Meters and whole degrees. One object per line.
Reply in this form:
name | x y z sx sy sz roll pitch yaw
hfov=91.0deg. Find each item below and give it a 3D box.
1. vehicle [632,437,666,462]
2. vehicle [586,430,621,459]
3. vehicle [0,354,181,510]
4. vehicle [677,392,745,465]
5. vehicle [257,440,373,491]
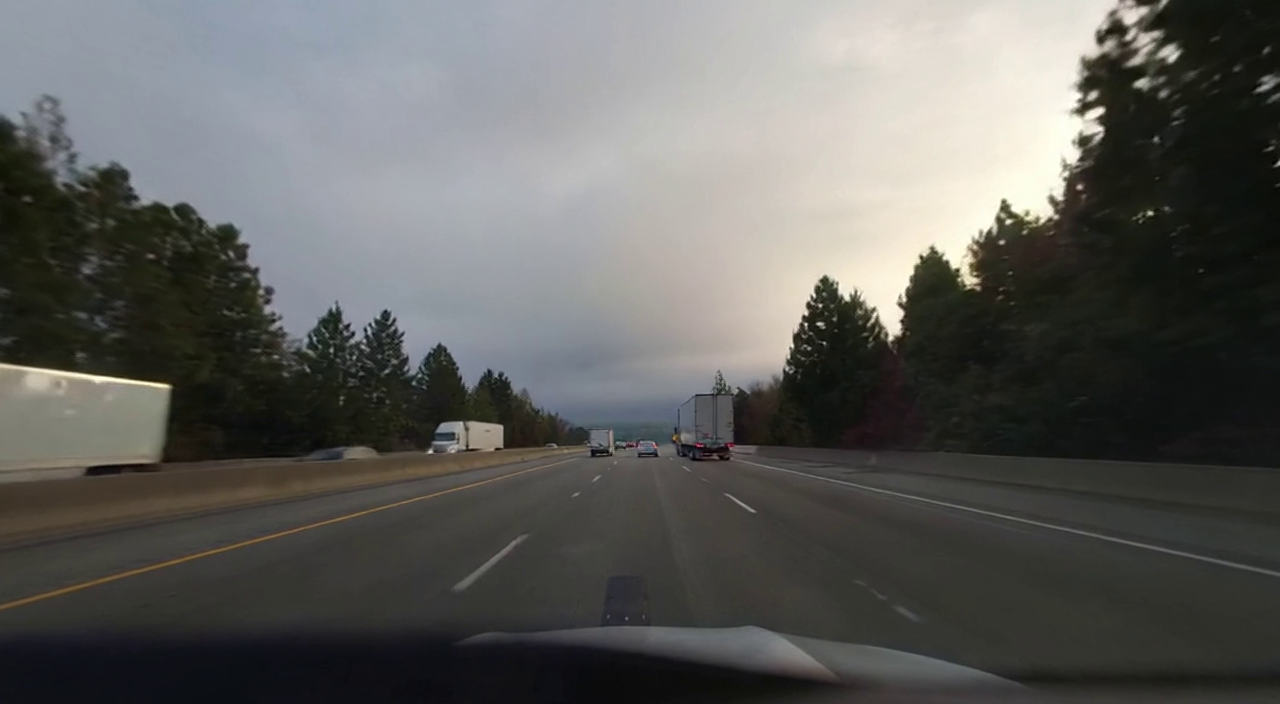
vehicle | 0.564 6.490 42.130 2.139 1.607 4.034 0 -8 0
vehicle | -2.627 6.854 46.615 2.247 2.039 5.008 0 -8 1
vehicle | -18.583 2.071 16.295 3.001 4.138 13.607 0 -8 1
vehicle | 4.490 5.344 43.097 3.005 4.131 14.221 1 -8 0
vehicle | -10.862 3.784 21.389 1.900 1.548 4.087 0 -8 -3
